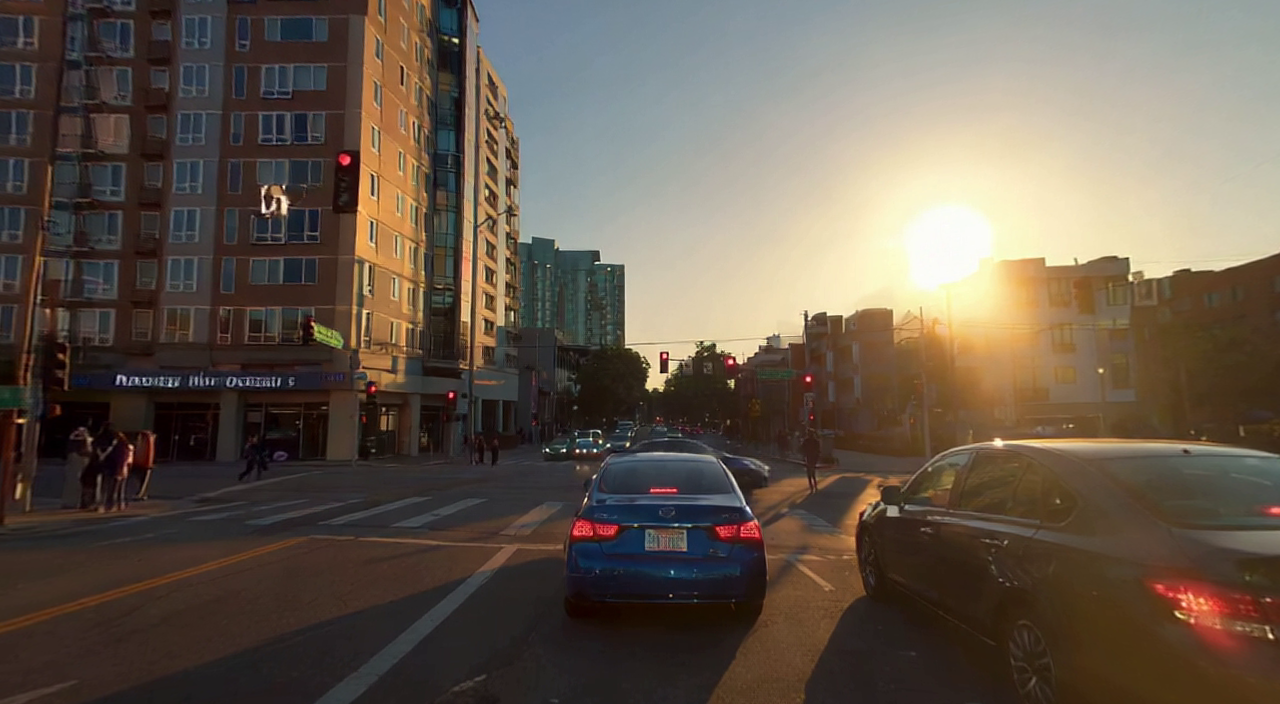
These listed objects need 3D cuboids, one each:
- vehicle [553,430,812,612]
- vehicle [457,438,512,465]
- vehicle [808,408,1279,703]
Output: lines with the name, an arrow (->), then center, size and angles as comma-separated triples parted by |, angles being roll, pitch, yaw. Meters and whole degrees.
vehicle -> 0.273, 1.693, 7.285 | 2.132, 1.464, 4.089 | 0, -8, -2
vehicle -> -9.849, 6.340, 40.261 | 2.030, 1.596, 3.912 | -1, -9, 8
vehicle -> 2.806, 1.284, 4.553 | 1.961, 1.498, 4.356 | 0, -8, 0
